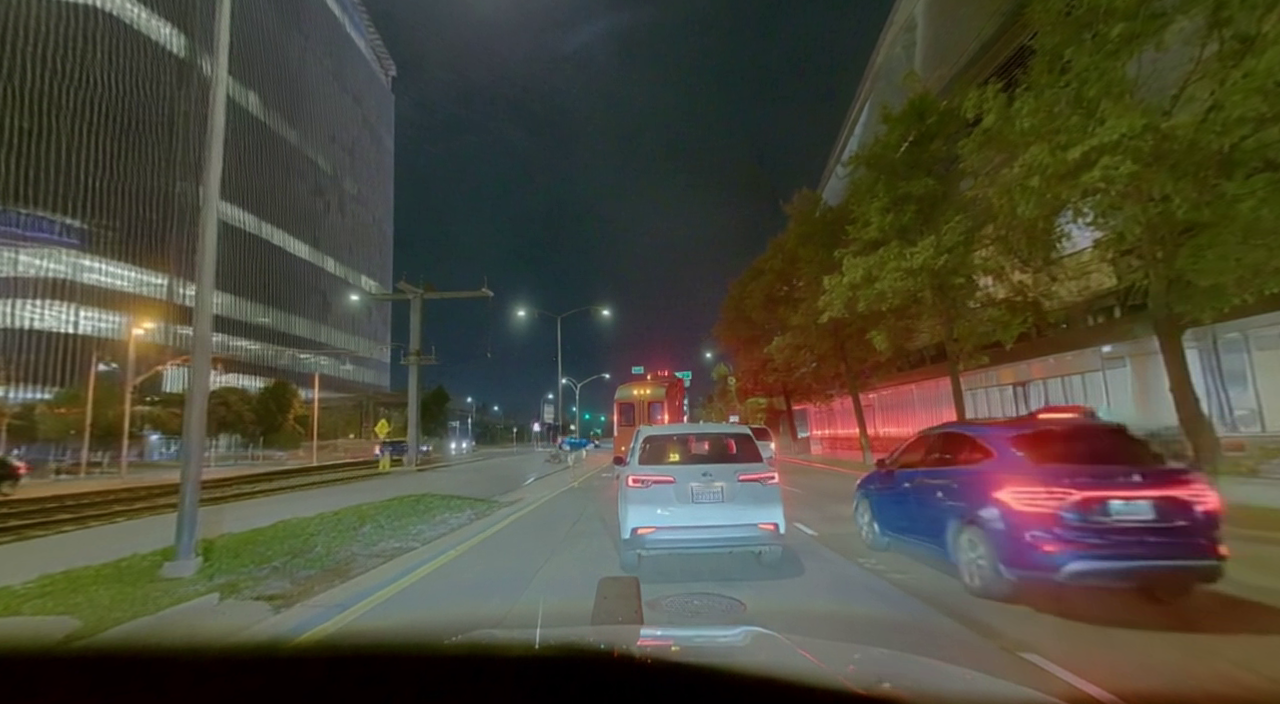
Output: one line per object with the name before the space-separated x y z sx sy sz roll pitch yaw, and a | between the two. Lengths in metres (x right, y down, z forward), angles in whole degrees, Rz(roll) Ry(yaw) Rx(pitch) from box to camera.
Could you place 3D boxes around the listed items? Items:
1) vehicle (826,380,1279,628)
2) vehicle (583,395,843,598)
vehicle | 3.868 1.400 6.782 2.212 1.709 4.715 0 -9 -1
vehicle | 0.505 1.515 7.405 2.190 1.684 4.084 0 -9 -3
